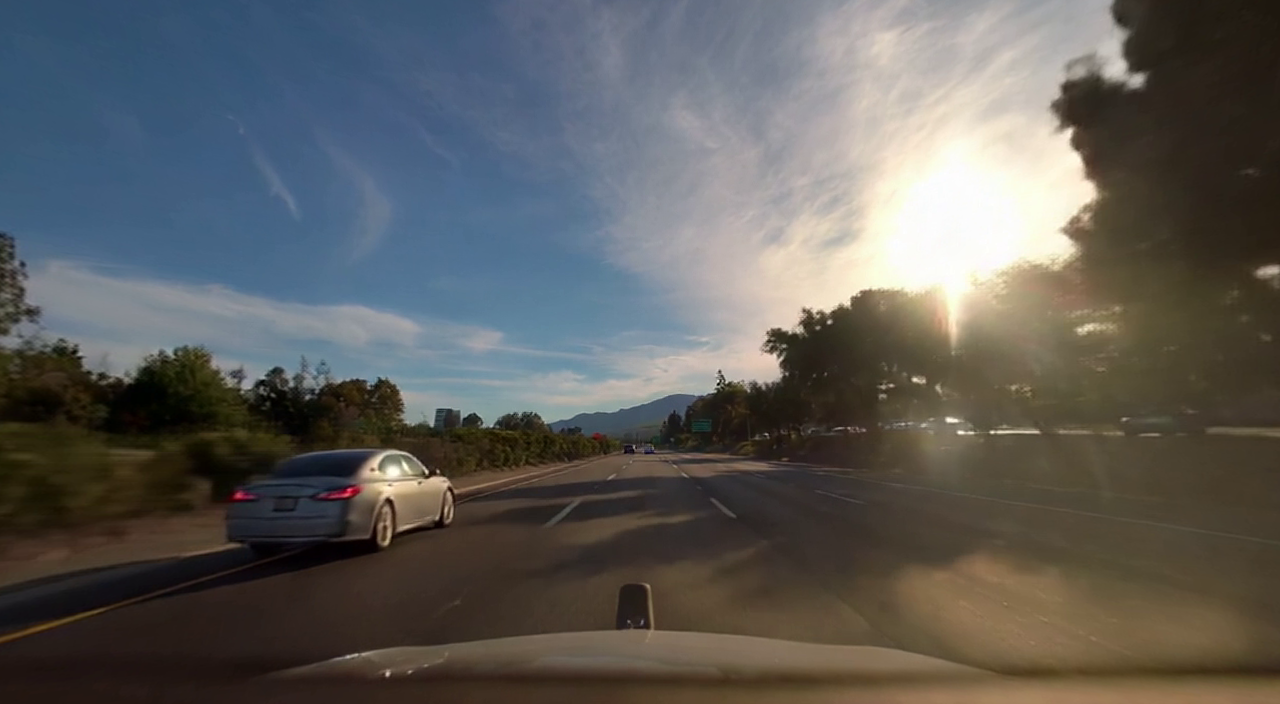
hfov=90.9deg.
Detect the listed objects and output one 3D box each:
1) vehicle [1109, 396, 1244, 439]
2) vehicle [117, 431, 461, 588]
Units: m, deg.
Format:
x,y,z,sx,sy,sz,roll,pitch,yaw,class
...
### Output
x,y,z,sx,sy,sz,roll,pitch,yaw,class
23.881,3.011,28.329,2.235,1.713,4.397,0,-8,2,vehicle
-4.105,1.884,8.470,2.021,1.526,4.385,0,-8,1,vehicle
